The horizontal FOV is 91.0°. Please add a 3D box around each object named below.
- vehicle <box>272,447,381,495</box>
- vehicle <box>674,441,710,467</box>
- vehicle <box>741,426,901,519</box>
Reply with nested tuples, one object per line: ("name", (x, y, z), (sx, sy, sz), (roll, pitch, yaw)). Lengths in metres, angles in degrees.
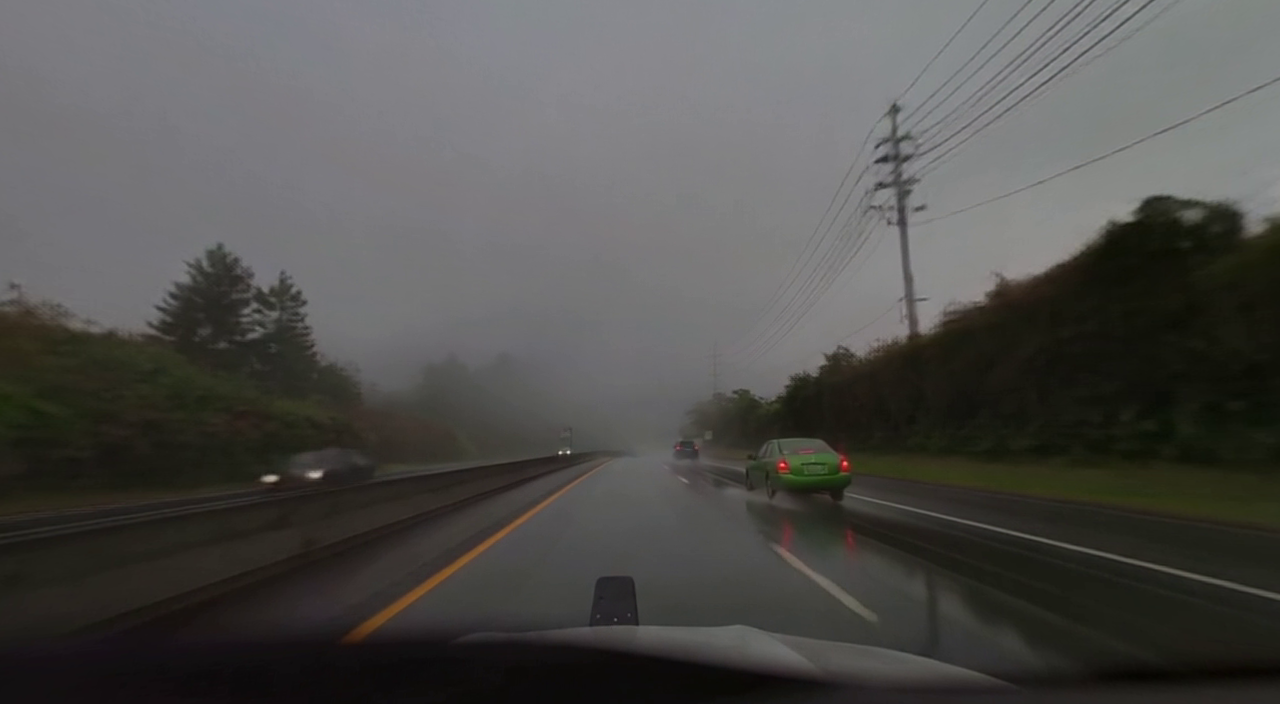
("vehicle", (-11.272, 4.272, 23.008), (1.816, 1.489, 4.295), (0, -8, -1))
("vehicle", (3.166, 6.282, 39.164), (1.868, 1.507, 3.833), (0, -8, -1))
("vehicle", (3.517, 2.419, 13.260), (1.977, 1.581, 4.428), (0, -8, -1))
